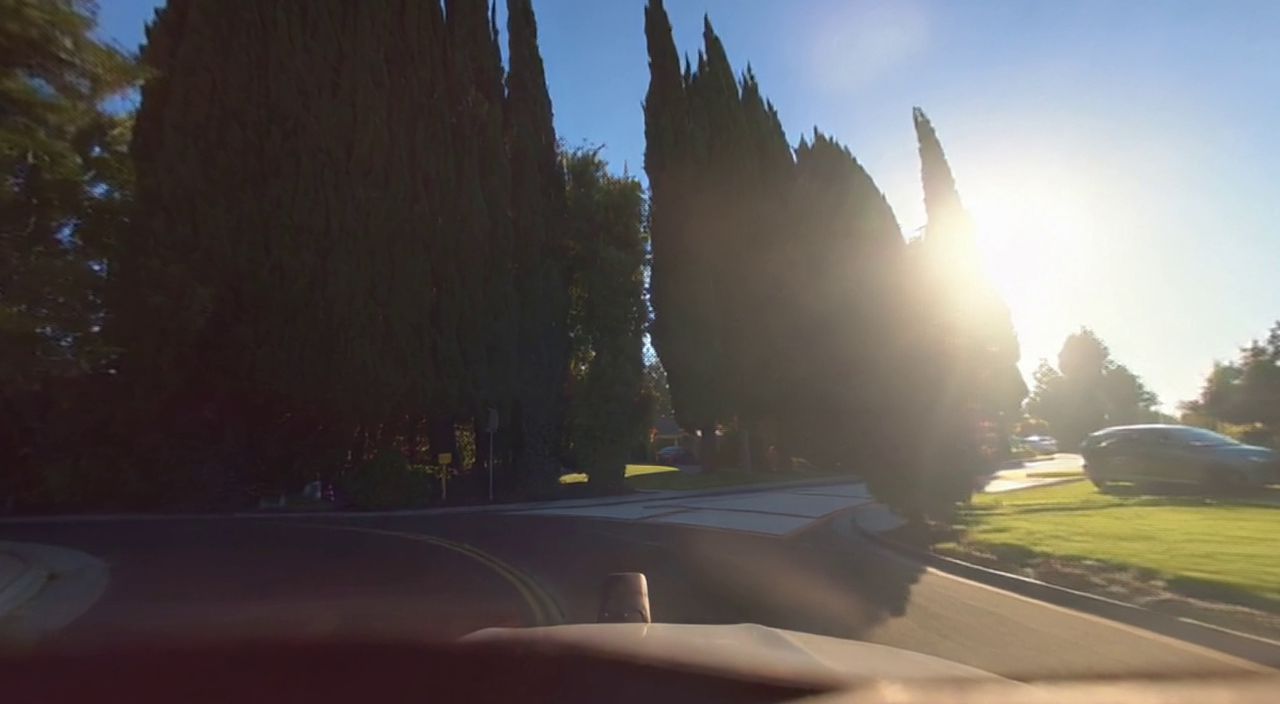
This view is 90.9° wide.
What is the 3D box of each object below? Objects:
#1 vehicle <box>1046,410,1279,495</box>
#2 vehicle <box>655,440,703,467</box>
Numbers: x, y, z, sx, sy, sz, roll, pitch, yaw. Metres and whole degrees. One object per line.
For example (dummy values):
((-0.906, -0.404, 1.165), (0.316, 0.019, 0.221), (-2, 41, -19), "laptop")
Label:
((13.228, 2.468, 15.773), (2.023, 1.756, 4.799), (3, -9, -19), "vehicle")
((2.334, 6.184, 38.292), (1.802, 1.548, 3.501), (3, -10, -17), "vehicle")
